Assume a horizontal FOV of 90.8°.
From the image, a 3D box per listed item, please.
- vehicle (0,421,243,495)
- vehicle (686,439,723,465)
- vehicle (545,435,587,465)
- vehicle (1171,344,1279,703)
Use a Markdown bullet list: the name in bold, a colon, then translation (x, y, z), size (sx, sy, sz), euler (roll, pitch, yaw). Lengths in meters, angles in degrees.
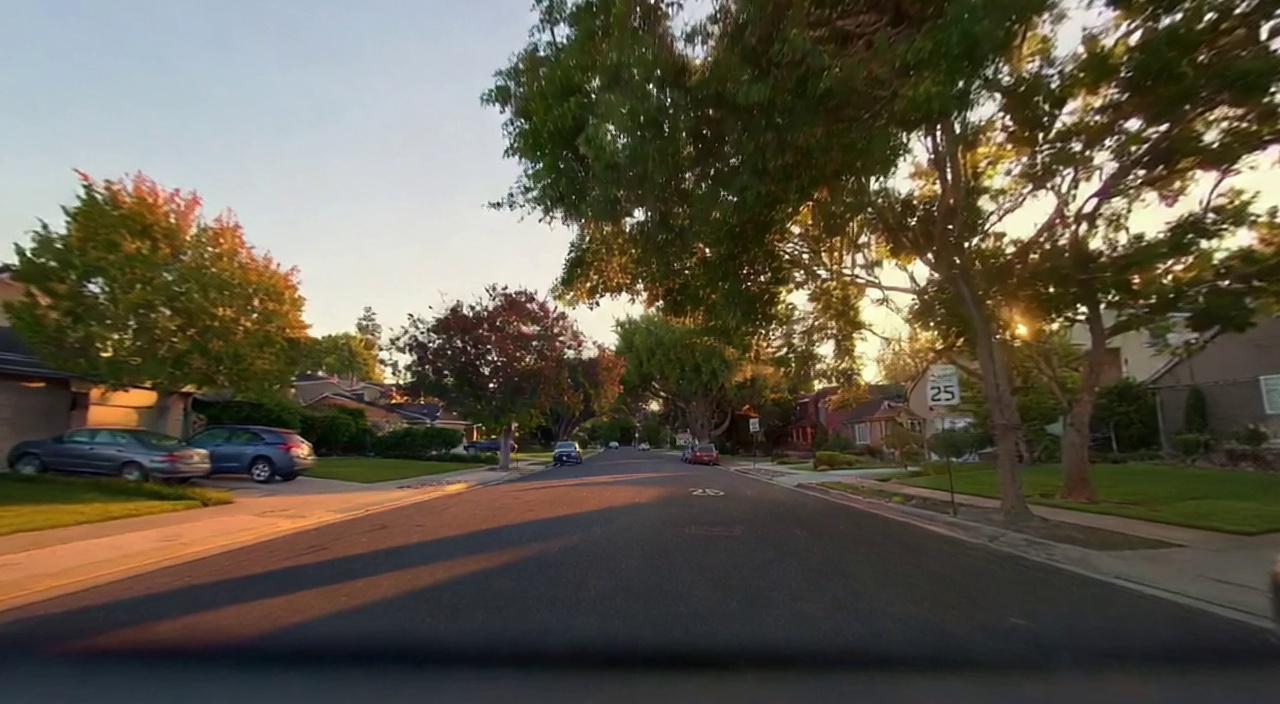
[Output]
- **vehicle**: translation (-12.360, 2.465, 14.814), size (4.669, 1.606, 2.008), euler (0, -9, -1)
- **vehicle**: translation (4.490, 7.054, 44.598), size (2.033, 1.730, 4.554), euler (0, -9, -1)
- **vehicle**: translation (-5.264, 7.074, 45.535), size (2.322, 1.949, 5.695), euler (-1, -9, 0)
- **vehicle**: translation (4.208, 0.552, 0.265), size (2.413, 1.883, 5.992), euler (1, -8, -5)
